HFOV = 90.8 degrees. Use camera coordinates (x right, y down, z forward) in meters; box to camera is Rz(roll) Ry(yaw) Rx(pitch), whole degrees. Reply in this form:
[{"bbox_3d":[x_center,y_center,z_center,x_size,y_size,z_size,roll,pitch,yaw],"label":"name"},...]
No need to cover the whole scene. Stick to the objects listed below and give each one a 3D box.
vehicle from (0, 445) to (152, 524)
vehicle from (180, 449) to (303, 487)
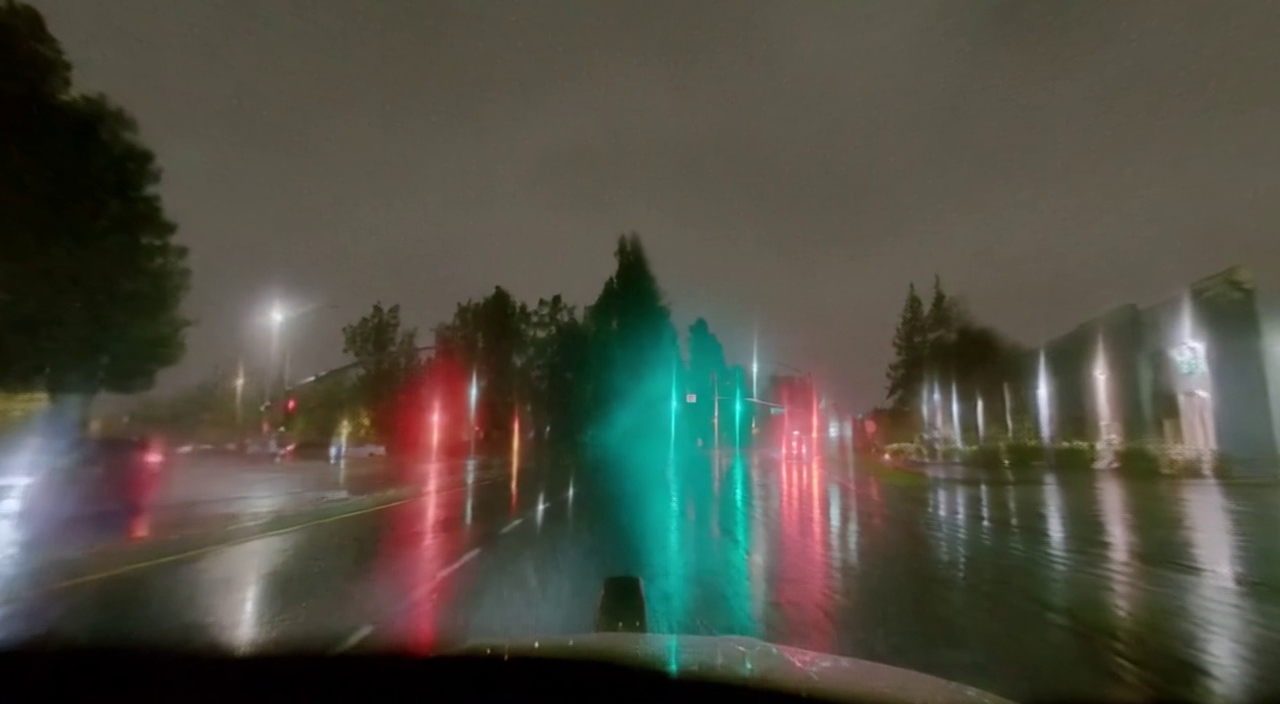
[{"bbox_3d":[-14.882,3.162,15.546,2.080,1.695,4.454,-1,-9,1],"label":"vehicle"},{"bbox_3d":[-17.198,4.993,27.639,1.975,1.500,4.814,-1,-9,4],"label":"vehicle"}]
